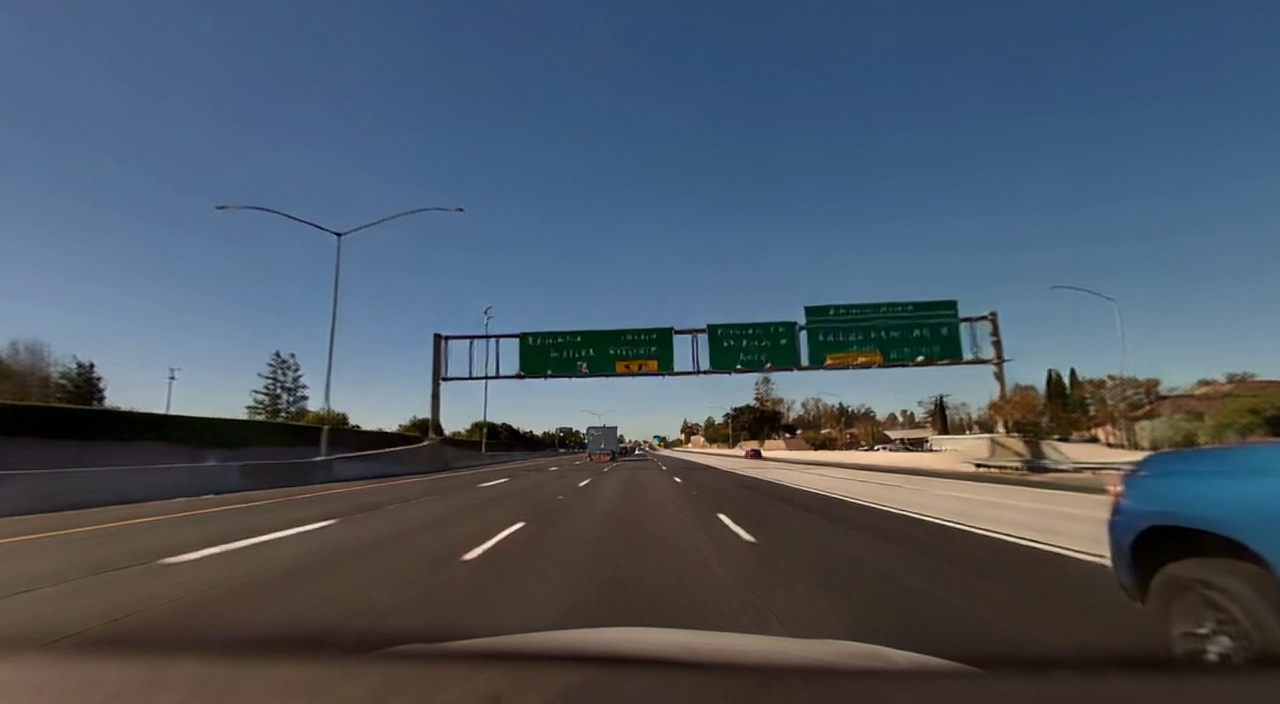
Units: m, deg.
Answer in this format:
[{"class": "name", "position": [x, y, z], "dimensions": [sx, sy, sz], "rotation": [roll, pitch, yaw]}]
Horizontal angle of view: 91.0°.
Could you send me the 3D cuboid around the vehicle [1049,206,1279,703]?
[{"class": "vehicle", "position": [3.541, 0.260, 0.345], "dimensions": [2.593, 2.110, 6.016], "rotation": [0, -9, 0]}]
